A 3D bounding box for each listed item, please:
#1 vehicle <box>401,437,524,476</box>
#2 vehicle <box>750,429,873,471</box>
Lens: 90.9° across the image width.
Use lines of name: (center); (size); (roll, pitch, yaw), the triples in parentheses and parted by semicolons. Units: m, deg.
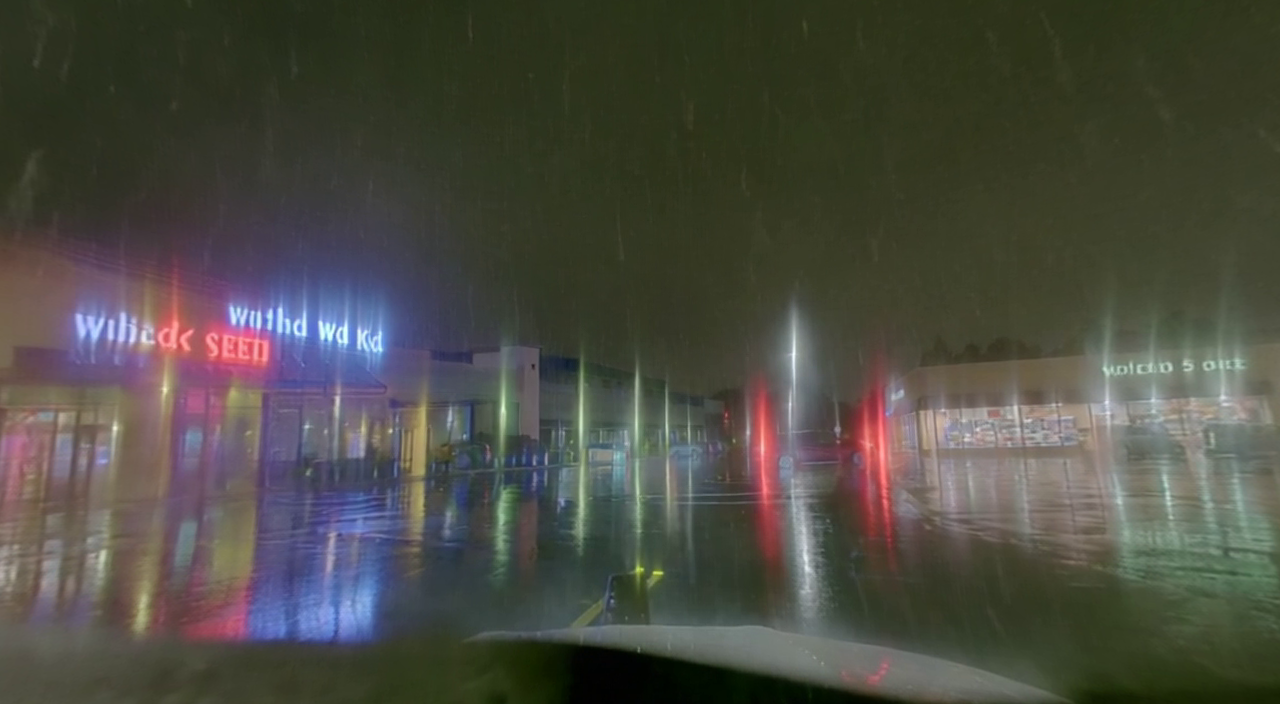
vehicle: (-7.768, 4.601, 27.761); (4.814, 1.618, 1.869); (-2, -9, 11)
vehicle: (7.290, 4.168, 26.834); (4.706, 1.663, 1.993); (-4, -9, 25)
